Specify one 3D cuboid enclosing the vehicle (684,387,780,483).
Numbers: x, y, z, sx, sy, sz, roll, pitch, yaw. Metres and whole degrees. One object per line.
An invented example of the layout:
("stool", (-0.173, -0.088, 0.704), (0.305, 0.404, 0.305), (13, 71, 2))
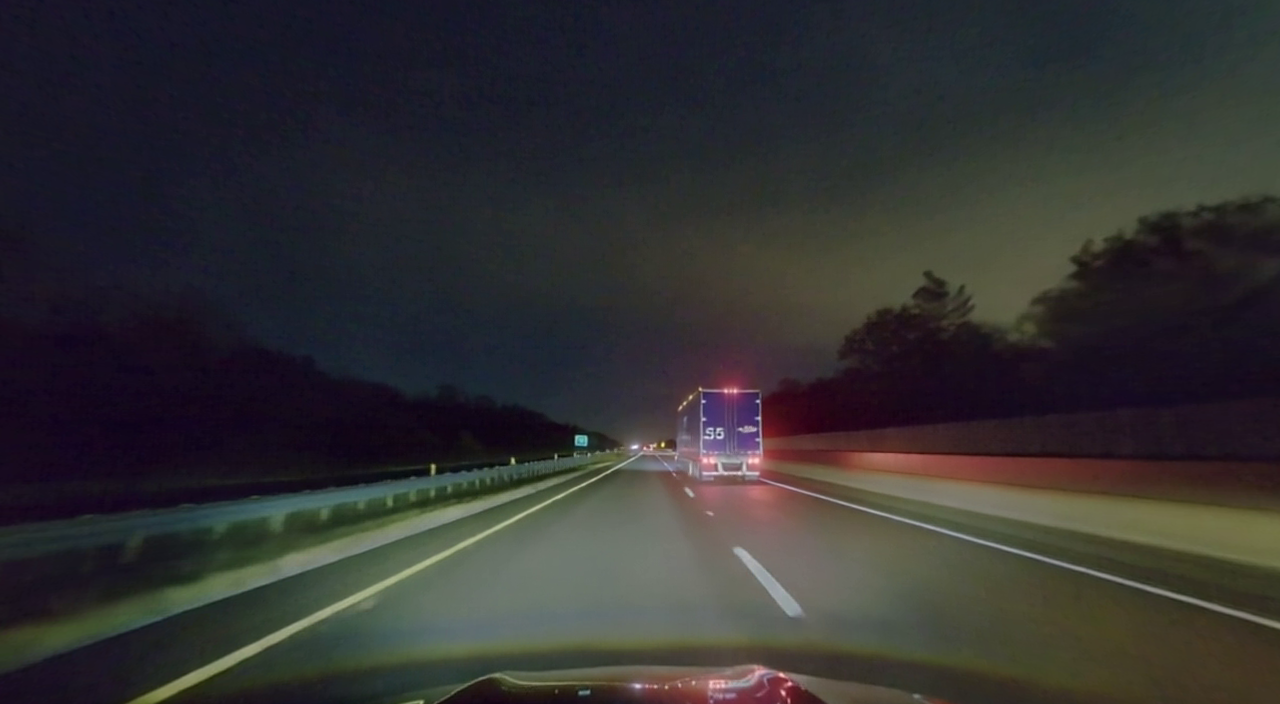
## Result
("vehicle", (3.948, 4.013, 29.770), (3.107, 3.718, 10.231), (0, -9, 1))
